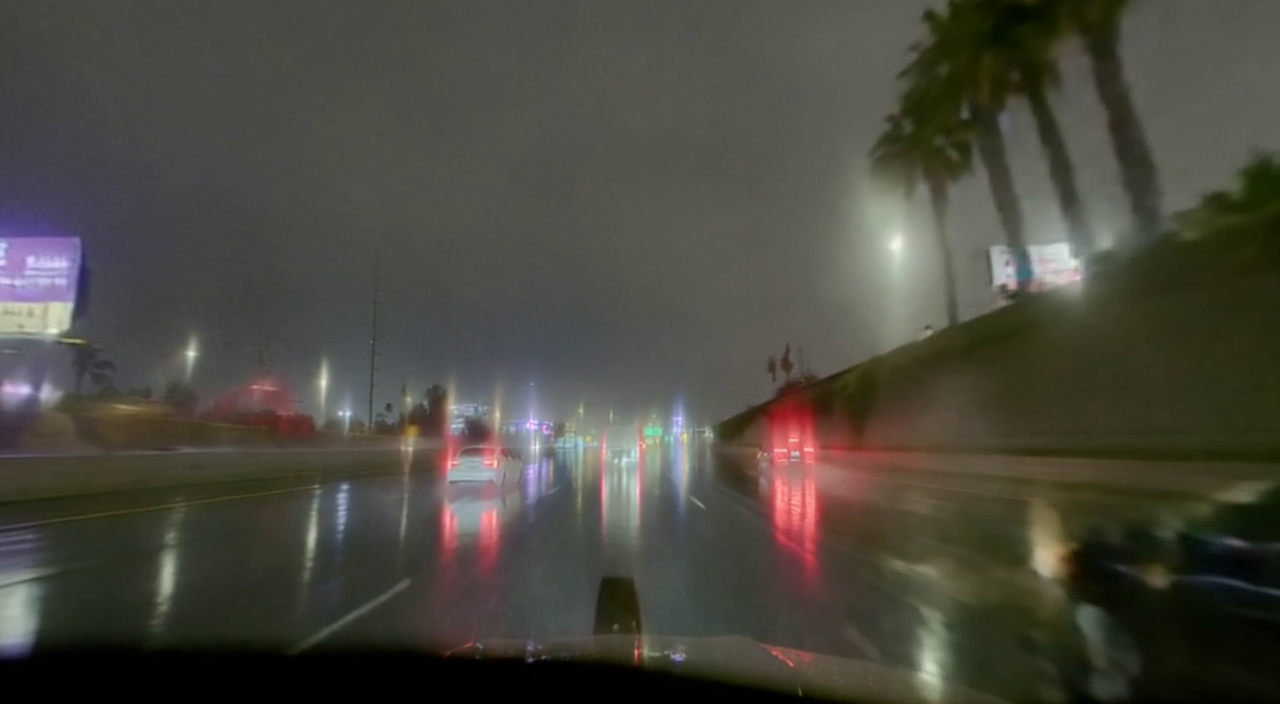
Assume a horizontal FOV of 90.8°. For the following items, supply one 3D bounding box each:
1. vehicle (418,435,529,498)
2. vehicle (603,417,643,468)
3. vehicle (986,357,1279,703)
[{"bbox_3d":[-4.716,3.323,18.749,2.021,1.598,4.887,0,-8,-1],"label":"vehicle"},{"bbox_3d":[-1.112,5.777,40.230,2.364,2.953,6.495,0,-8,-2],"label":"vehicle"},{"bbox_3d":[3.056,0.700,1.118,2.175,1.598,4.584,0,-8,-2],"label":"vehicle"}]
